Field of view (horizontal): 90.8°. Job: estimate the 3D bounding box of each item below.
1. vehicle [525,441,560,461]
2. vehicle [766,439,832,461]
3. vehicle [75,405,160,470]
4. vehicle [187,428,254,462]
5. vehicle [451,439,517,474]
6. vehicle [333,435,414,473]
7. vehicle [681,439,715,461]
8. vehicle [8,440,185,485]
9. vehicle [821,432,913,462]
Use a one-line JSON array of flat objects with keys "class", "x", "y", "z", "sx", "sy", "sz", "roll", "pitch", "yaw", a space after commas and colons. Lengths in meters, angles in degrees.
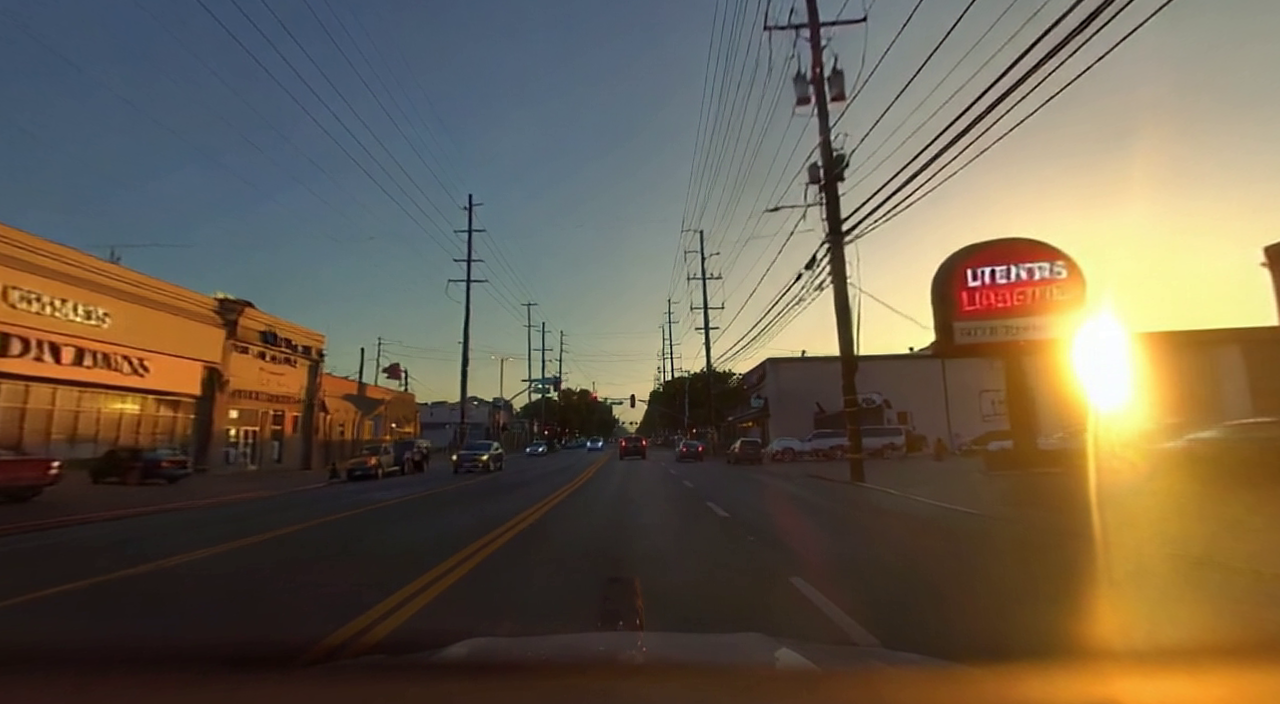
[{"class": "vehicle", "x": -7.522, "y": 7.669, "z": 49.150, "sx": 2.020, "sy": 1.479, "sz": 4.612, "roll": 0, "pitch": -8, "yaw": 0}, {"class": "vehicle", "x": 11.341, "y": 7.002, "z": 45.212, "sx": 4.238, "sy": 1.464, "sz": 1.862, "roll": 0, "pitch": -8, "yaw": 2}, {"class": "vehicle", "x": -32.207, "y": 5.284, "z": 38.955, "sx": 3.976, "sy": 3.736, "sz": 2.624, "roll": -6, "pitch": -11, "yaw": 33}, {"class": "vehicle", "x": -33.019, "y": 7.345, "z": 49.804, "sx": 3.915, "sy": 2.641, "sz": 1.656, "roll": 1, "pitch": -9, "yaw": -3}, {"class": "vehicle", "x": -7.368, "y": 4.963, "z": 30.299, "sx": 1.952, "sy": 1.536, "sz": 4.623, "roll": 0, "pitch": -8, "yaw": 0}, {"class": "vehicle", "x": -13.858, "y": 5.313, "z": 33.209, "sx": 2.044, "sy": 1.830, "sz": 4.800, "roll": -1, "pitch": -8, "yaw": 2}, {"class": "vehicle", "x": 4.019, "y": 6.913, "z": 44.562, "sx": 1.926, "sy": 1.482, "sz": 4.442, "roll": 0, "pitch": -8, "yaw": -1}, {"class": "vehicle", "x": -19.409, "y": 3.949, "z": 22.710, "sx": 4.667, "sy": 1.539, "sz": 1.976, "roll": -1, "pitch": -9, "yaw": 4}, {"class": "vehicle", "x": 15.110, "y": 6.362, "z": 42.264, "sx": 5.307, "sy": 1.877, "sz": 2.052, "roll": 0, "pitch": -8, "yaw": -1}]
